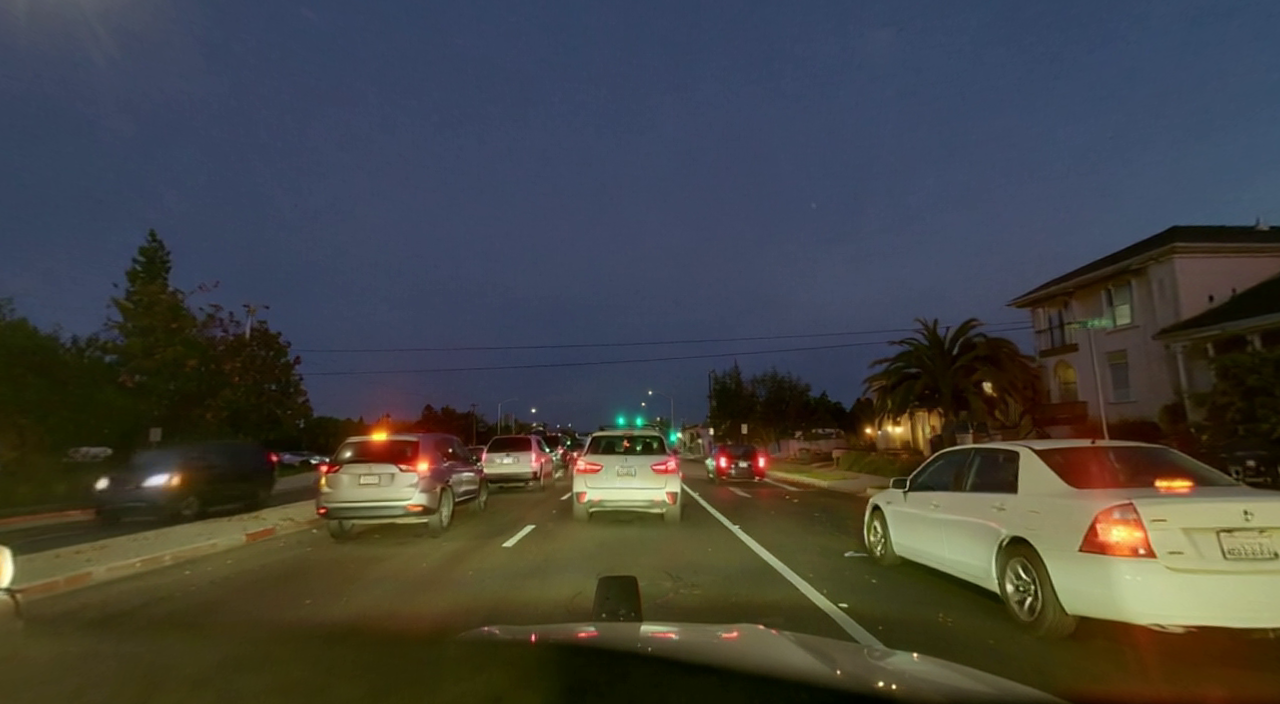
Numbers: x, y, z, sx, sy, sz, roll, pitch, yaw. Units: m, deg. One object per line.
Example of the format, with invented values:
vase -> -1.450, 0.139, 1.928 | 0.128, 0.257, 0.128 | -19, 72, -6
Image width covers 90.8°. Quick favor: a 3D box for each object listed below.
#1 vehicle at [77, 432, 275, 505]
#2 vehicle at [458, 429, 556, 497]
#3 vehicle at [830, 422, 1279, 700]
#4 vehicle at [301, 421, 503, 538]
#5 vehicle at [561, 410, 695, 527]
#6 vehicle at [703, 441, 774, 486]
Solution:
vehicle -> -12.891, 3.238, 18.066 | 2.098, 1.774, 4.614 | 0, -8, 0
vehicle -> -3.645, 3.103, 18.096 | 1.932, 1.695, 4.150 | 0, -8, 0
vehicle -> 3.471, 1.462, 5.774 | 1.977, 1.480, 4.589 | 0, -8, -1
vehicle -> -3.724, 2.066, 10.862 | 1.864, 1.576, 4.324 | 0, -8, -1
vehicle -> -0.258, 2.198, 12.438 | 2.164, 1.867, 4.254 | 0, -8, -2
vehicle -> 3.487, 4.015, 23.132 | 1.880, 1.476, 3.932 | 0, -8, -1
